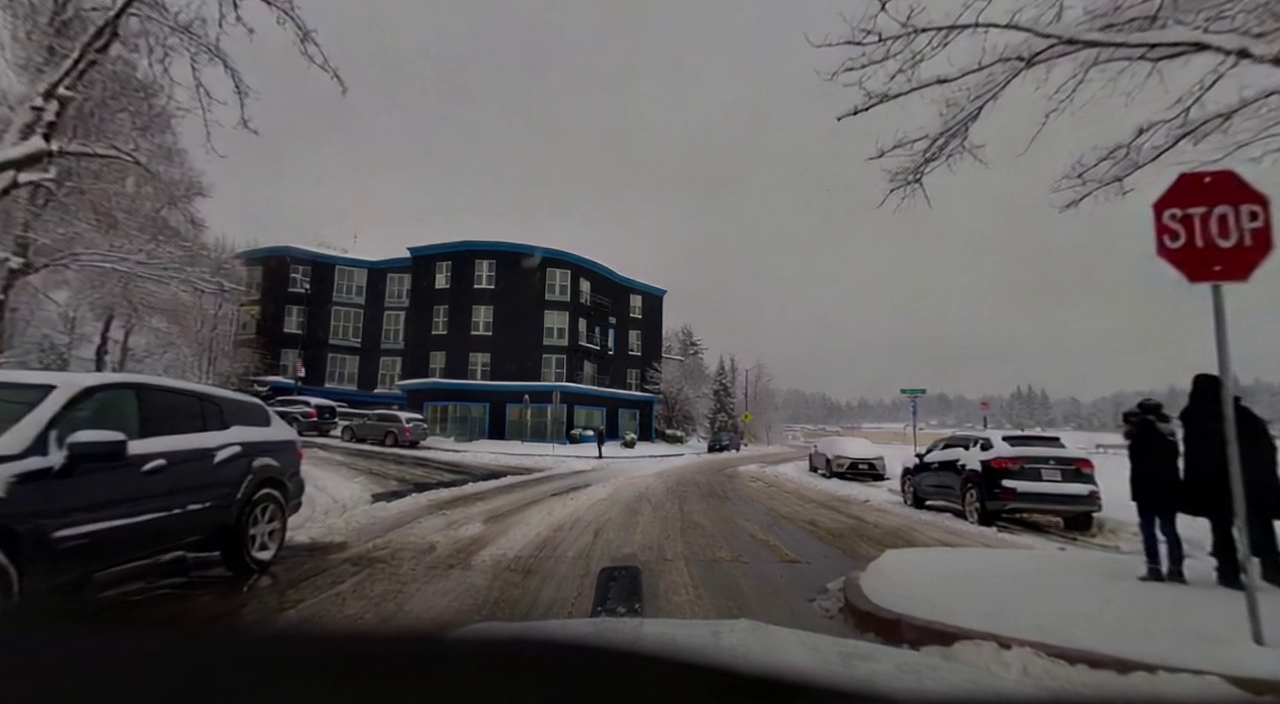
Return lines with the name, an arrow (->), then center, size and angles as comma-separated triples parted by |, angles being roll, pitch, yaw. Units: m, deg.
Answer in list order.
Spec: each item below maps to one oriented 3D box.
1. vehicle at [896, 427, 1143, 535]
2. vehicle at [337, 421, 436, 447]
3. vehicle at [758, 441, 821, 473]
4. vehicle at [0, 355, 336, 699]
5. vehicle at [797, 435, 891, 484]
vehicle -> 7.476, 2.566, 13.299 | 2.181, 1.792, 5.066 | 0, -8, 2
vehicle -> -13.624, 4.475, 34.194 | 4.603, 1.335, 1.889 | 1, -9, -8
vehicle -> 7.884, 5.564, 33.738 | 2.122, 1.554, 4.777 | 0, -8, -1
vehicle -> -4.564, 1.146, 4.915 | 2.285, 1.712, 5.200 | 1, -9, -6
vehicle -> 7.867, 4.178, 24.921 | 1.917, 1.704, 4.840 | 0, -9, -2
